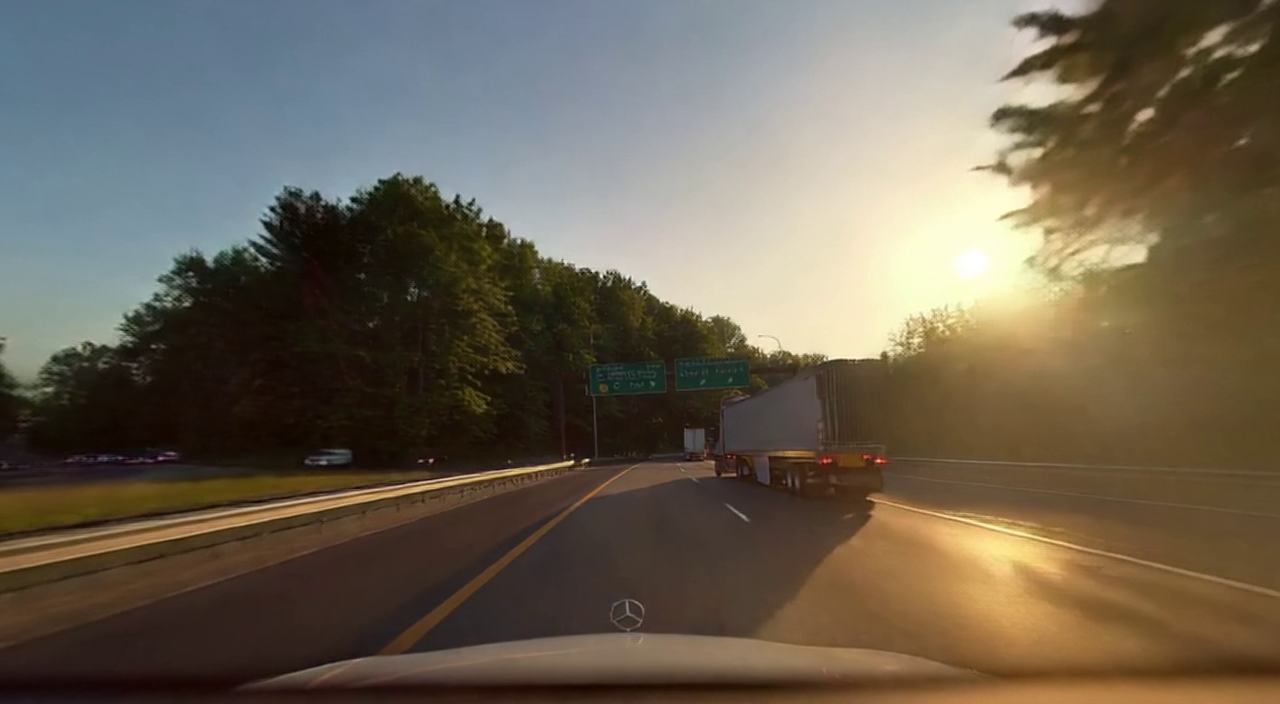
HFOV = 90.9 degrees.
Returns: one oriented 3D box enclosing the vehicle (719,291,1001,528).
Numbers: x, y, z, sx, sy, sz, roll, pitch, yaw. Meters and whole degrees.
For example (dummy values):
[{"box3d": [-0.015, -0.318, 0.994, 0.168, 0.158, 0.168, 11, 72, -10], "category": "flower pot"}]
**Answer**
[{"box3d": [4.503, 1.997, 17.546, 2.859, 3.984, 14.045, 0, -9, 0], "category": "vehicle"}]
